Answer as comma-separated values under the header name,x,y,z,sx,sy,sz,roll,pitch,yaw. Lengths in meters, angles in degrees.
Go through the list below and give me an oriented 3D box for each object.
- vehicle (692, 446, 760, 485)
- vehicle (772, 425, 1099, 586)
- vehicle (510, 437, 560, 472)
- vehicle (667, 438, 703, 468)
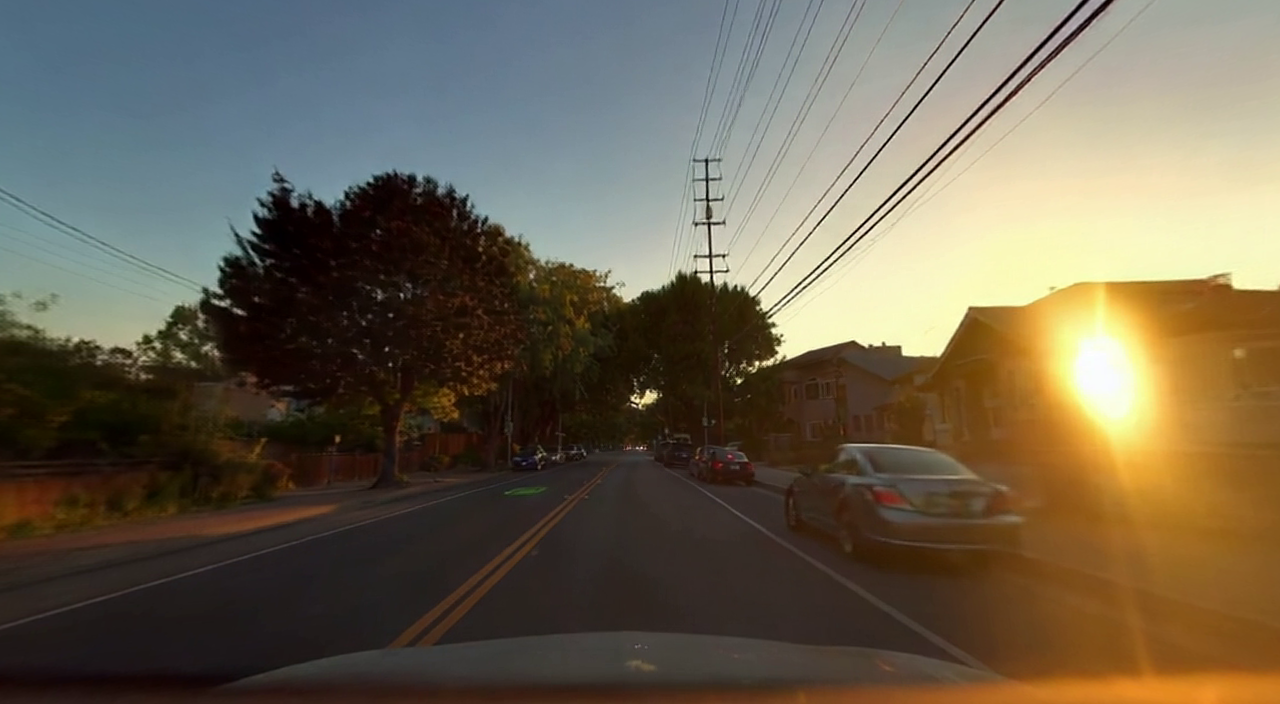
name,x,y,z,sx,sy,sz,roll,pitch,yaw
vehicle,3.275,4.408,24.877,1.967,1.382,4.361,0,-8,-1
vehicle,3.425,1.864,8.698,2.024,1.554,4.867,0,-8,-2
vehicle,-6.825,6.685,41.592,2.451,2.099,5.112,-1,-8,0
vehicle,3.074,7.026,44.302,2.065,1.953,5.359,0,-8,-1
